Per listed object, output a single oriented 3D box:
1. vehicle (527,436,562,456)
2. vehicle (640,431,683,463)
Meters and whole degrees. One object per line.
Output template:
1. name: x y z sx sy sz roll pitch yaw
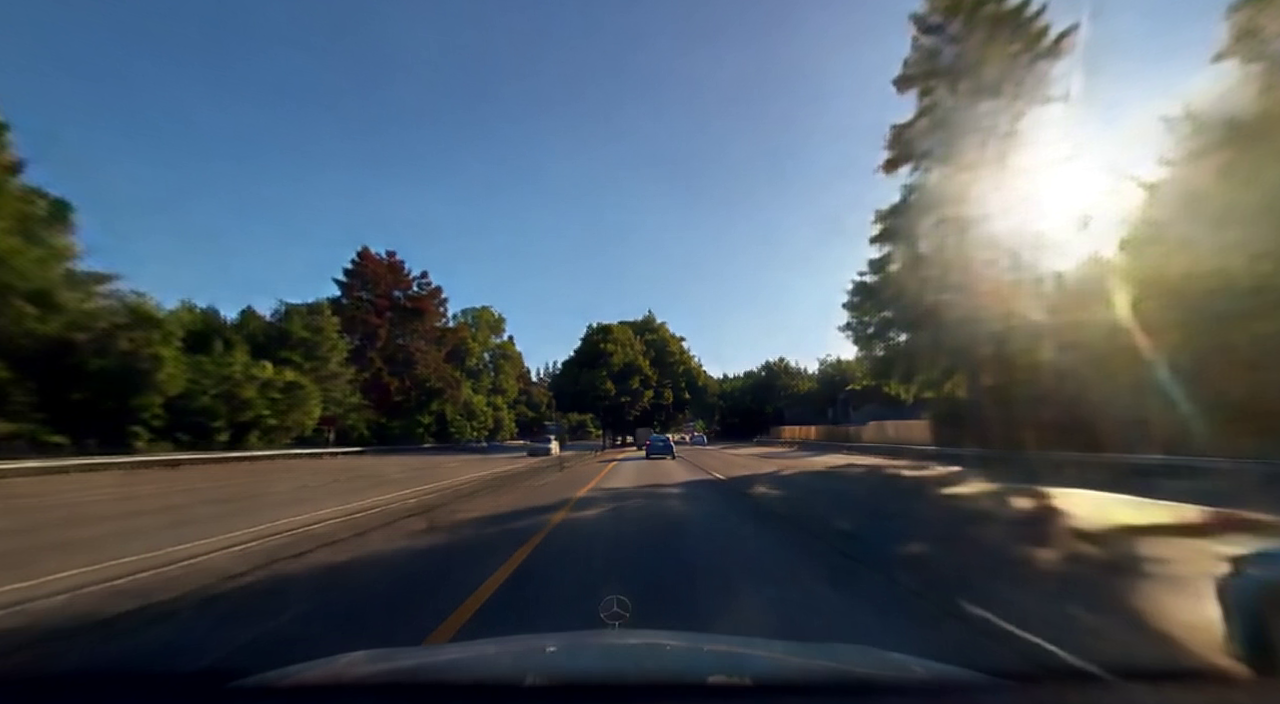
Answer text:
1. vehicle: -7.448 7.402 49.519 1.968 1.481 4.273 0 -8 2
2. vehicle: 1.014 4.784 31.914 2.046 1.526 3.903 0 -8 0
